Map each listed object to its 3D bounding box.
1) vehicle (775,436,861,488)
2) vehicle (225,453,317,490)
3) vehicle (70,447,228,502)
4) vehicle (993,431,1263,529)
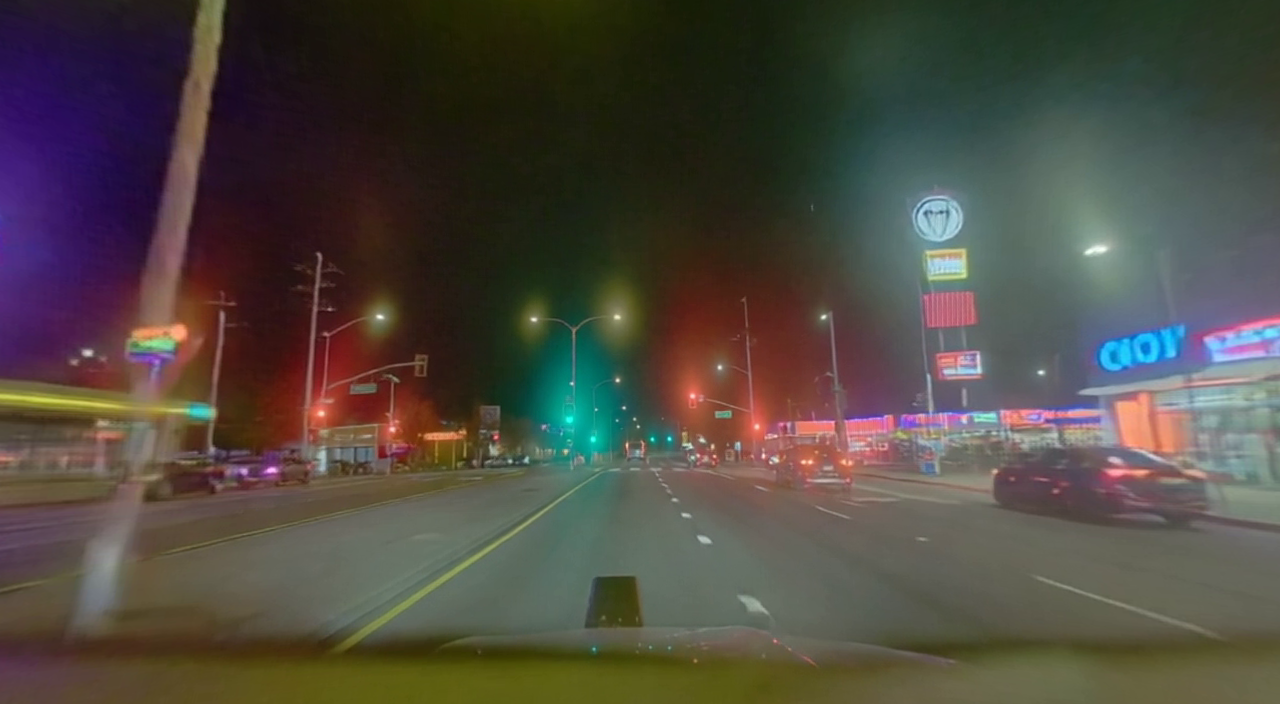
[{"bbox_3d":[6.374,3.984,23.225,1.974,1.679,4.611,0,-8,2],"label":"vehicle"},{"bbox_3d":[-18.181,5.881,31.441,1.882,1.645,4.511,0,-9,-1],"label":"vehicle"},{"bbox_3d":[-17.983,4.531,23.530,1.944,1.794,4.849,0,-10,0],"label":"vehicle"},{"bbox_3d":[9.852,2.583,13.396,2.019,1.694,4.491,0,-8,-2],"label":"vehicle"}]
